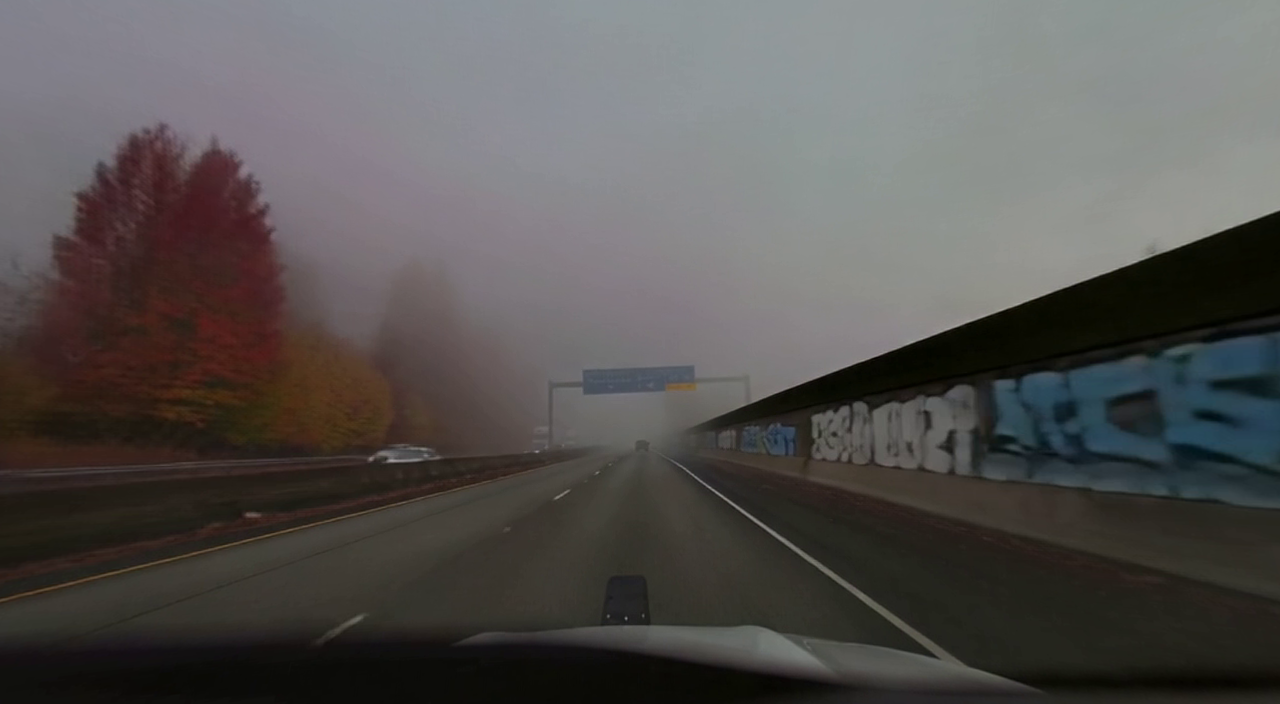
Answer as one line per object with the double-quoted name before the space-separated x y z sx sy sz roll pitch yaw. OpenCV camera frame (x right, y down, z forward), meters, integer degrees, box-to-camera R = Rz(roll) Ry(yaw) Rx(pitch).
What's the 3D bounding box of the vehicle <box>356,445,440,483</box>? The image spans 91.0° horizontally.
"vehicle" -10.532 4.871 27.755 1.863 1.487 4.505 0 -8 1
